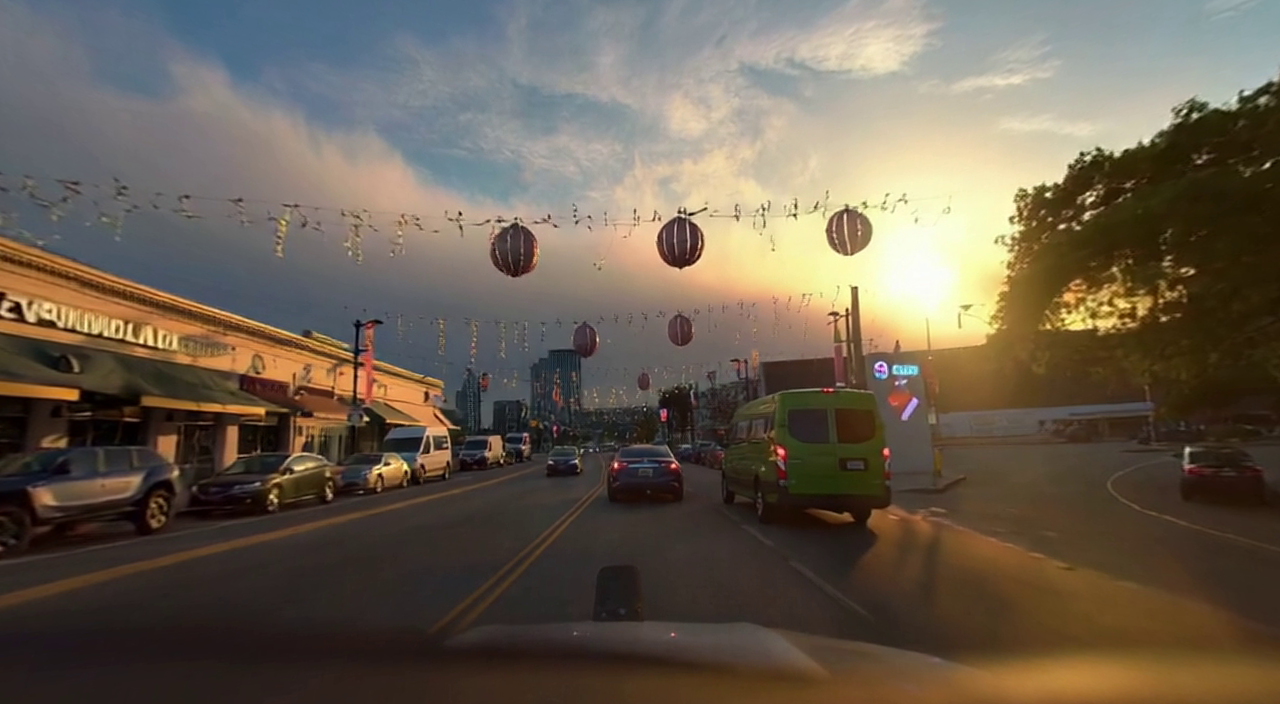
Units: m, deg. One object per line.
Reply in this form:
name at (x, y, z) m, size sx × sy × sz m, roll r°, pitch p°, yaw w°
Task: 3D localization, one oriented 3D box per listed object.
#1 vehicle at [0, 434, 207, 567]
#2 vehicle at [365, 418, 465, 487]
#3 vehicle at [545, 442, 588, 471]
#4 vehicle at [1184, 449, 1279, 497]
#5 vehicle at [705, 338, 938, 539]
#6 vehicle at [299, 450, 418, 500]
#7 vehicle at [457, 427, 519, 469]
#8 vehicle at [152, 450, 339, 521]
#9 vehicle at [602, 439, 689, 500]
vehicle at (-9.562, 2.220, 10.050) m, size 2.156 × 1.745 × 4.504 m, roll 0°, pitch -9°, yaw -1°
vehicle at (-9.795, 4.442, 28.181) m, size 2.398 × 2.723 × 5.816 m, roll 0°, pitch -9°, yaw -2°
vehicle at (-4.018, 5.821, 35.291) m, size 1.974 × 1.484 × 4.400 m, roll 0°, pitch -9°, yaw -1°
vehicle at (20.515, 4.105, 21.897) m, size 2.058 × 1.478 × 4.429 m, roll -6°, pitch -11°, yaw 36°
vehicle at (3.002, 1.756, 12.747) m, size 2.419 × 2.927 × 6.907 m, roll 0°, pitch -9°, yaw -2°
vehicle at (-9.579, 4.184, 22.003) m, size 2.063 × 1.481 × 4.722 m, roll 0°, pitch -9°, yaw -2°
vehicle at (-10.010, 6.404, 42.287) m, size 2.964 × 2.597 × 6.437 m, roll 0°, pitch -9°, yaw -4°
vehicle at (-9.658, 3.251, 16.002) m, size 1.848 × 1.517 × 4.452 m, roll 0°, pitch -9°, yaw 0°
vehicle at (0.130, 3.194, 17.617) m, size 2.112 × 1.464 × 4.411 m, roll 0°, pitch -9°, yaw 0°
